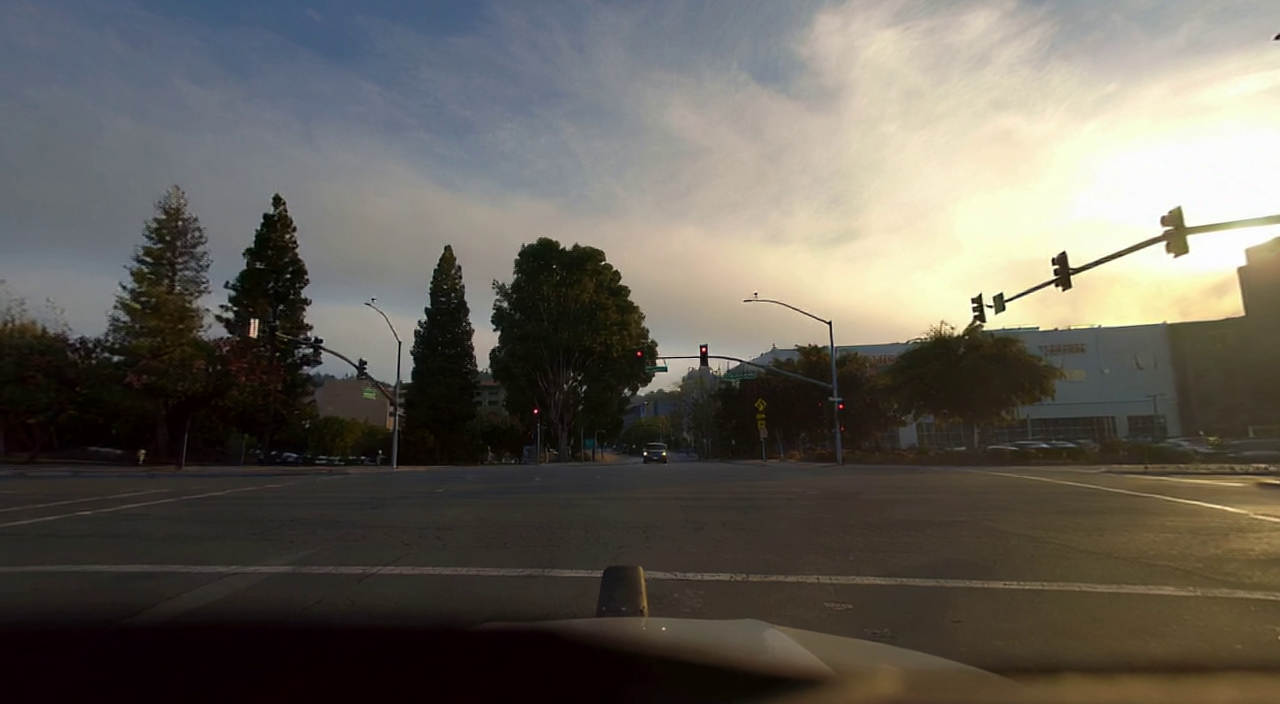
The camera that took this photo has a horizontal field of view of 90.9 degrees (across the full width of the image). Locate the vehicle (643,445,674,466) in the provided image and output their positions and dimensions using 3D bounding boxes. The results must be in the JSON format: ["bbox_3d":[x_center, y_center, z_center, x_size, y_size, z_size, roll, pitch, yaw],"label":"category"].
[{"bbox_3d":[1.297,7.622,46.451,2.132,1.449,4.235,0,-9,0],"label":"vehicle"}]
